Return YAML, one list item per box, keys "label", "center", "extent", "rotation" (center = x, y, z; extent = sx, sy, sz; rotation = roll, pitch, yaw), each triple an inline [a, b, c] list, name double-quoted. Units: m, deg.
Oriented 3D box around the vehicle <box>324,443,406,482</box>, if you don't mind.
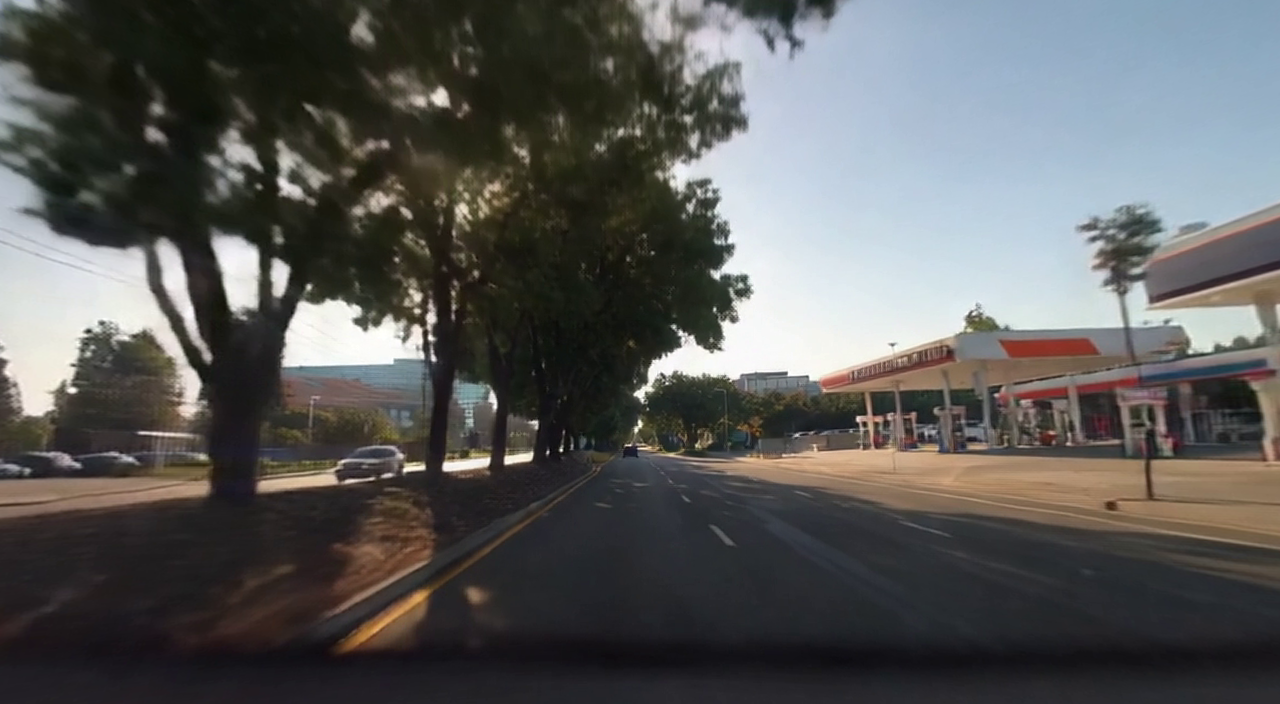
- label: "vehicle"
  center: [-12.328, 4.942, 28.599]
  extent: [1.861, 1.616, 4.077]
  rotation: [0, -9, 0]
